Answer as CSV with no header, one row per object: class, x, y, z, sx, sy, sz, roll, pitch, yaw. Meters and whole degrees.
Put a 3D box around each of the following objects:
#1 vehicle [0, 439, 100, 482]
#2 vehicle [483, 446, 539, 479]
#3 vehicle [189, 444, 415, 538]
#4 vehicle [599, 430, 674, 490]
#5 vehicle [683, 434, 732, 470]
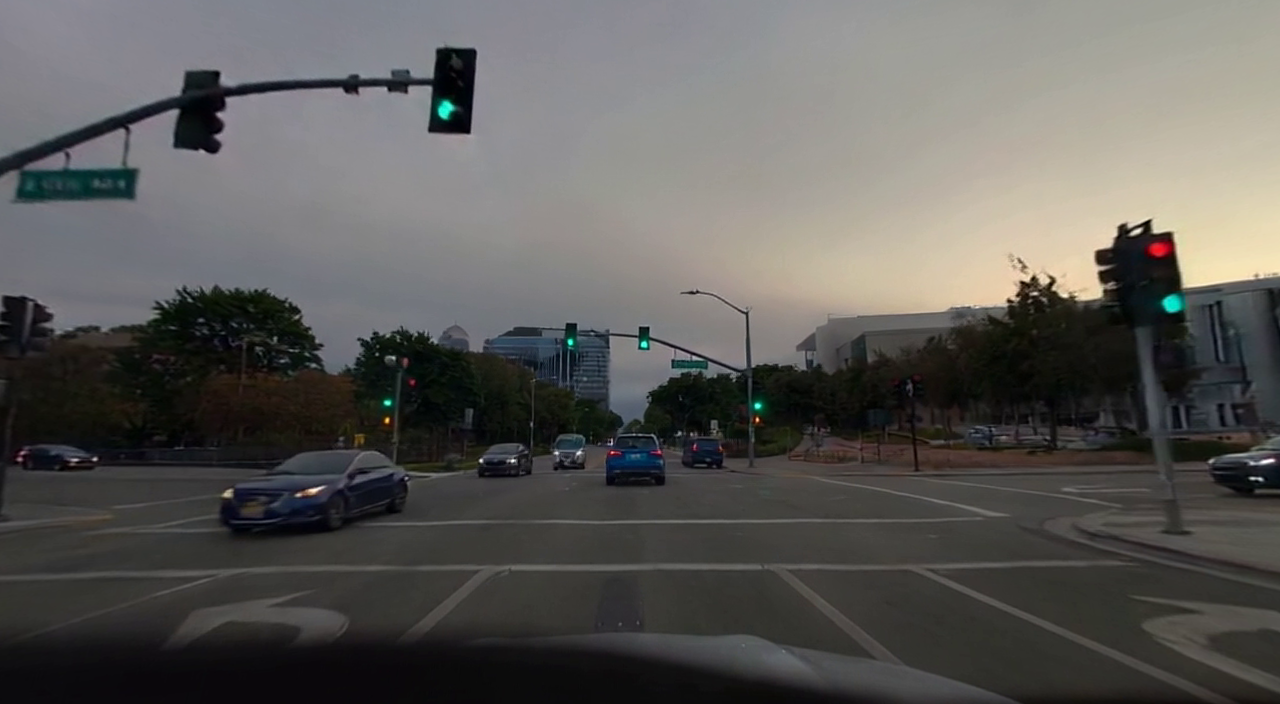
vehicle,-26.098,4.678,27.559,4.393,1.730,2.151,-4,-9,26
vehicle,-6.310,5.419,31.352,1.874,1.480,4.148,0,-9,1
vehicle,-6.252,2.573,12.448,1.934,1.476,4.457,0,-8,1
vehicle,-0.130,3.487,20.688,2.183,1.765,4.059,0,-8,-1
vehicle,3.825,5.768,36.697,2.113,1.869,5.322,0,-8,-1
